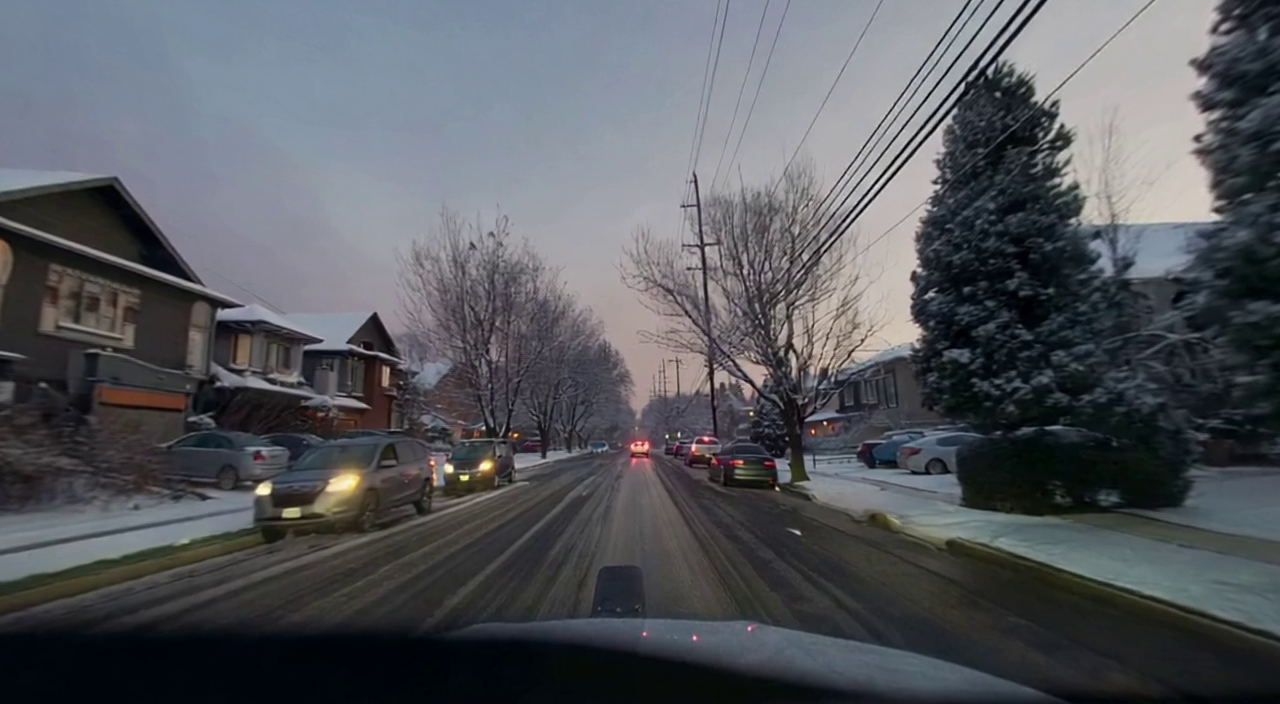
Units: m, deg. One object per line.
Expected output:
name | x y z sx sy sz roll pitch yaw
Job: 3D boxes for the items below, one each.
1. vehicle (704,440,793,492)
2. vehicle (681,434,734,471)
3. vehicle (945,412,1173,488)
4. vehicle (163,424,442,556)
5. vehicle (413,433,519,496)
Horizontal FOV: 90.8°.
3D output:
vehicle | 3.384 3.673 20.787 2.008 1.482 4.891 0 -8 -1
vehicle | 3.500 5.362 33.884 2.280 1.820 5.001 0 -8 0
vehicle | 11.387 2.673 17.435 4.776 1.602 1.968 -4 -8 0
vehicle | -5.396 2.169 11.097 2.275 1.781 4.682 1 -7 0
vehicle | -5.280 3.480 19.849 2.103 1.731 4.197 0 -9 0
